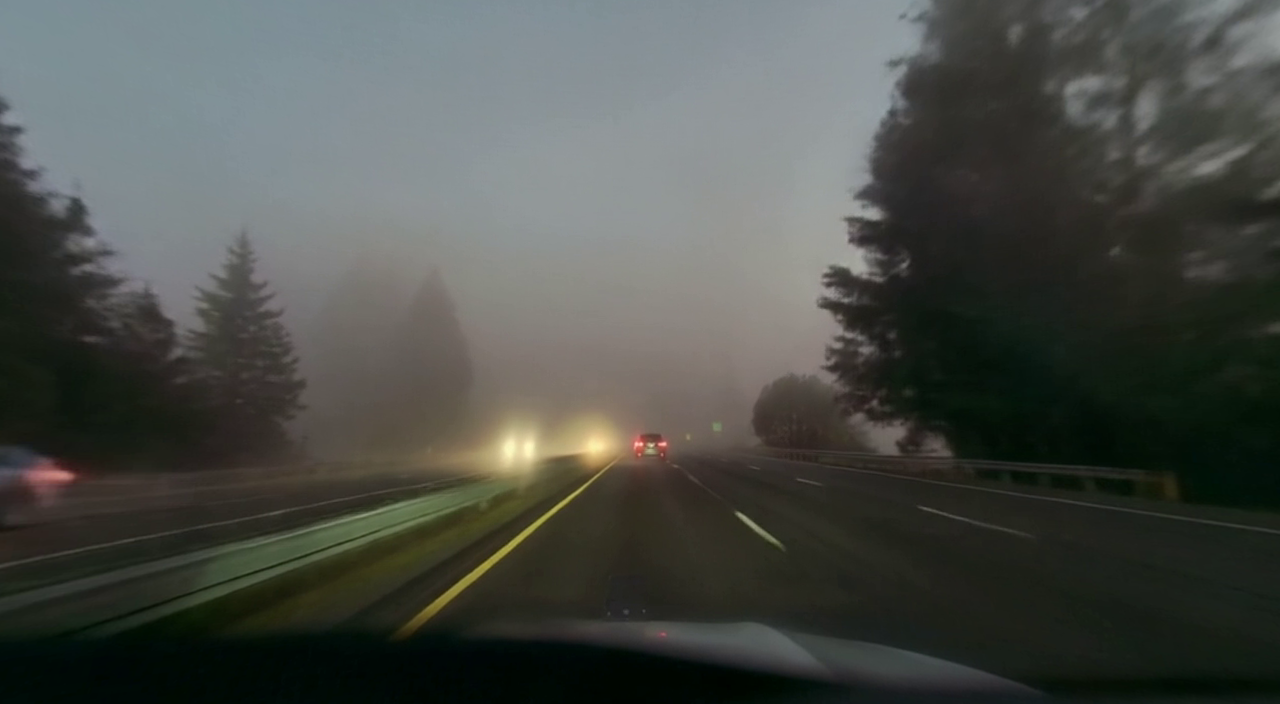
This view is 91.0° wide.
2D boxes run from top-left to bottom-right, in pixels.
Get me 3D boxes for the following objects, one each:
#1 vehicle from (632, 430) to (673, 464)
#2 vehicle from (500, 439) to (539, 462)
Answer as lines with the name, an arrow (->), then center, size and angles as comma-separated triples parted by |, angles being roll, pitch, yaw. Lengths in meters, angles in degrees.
vehicle -> 0.723, 5.691, 37.815 | 2.301, 1.944, 4.554 | 0, -8, 1
vehicle -> -8.185, 6.715, 43.013 | 1.863, 1.529, 4.010 | 0, -8, 1
